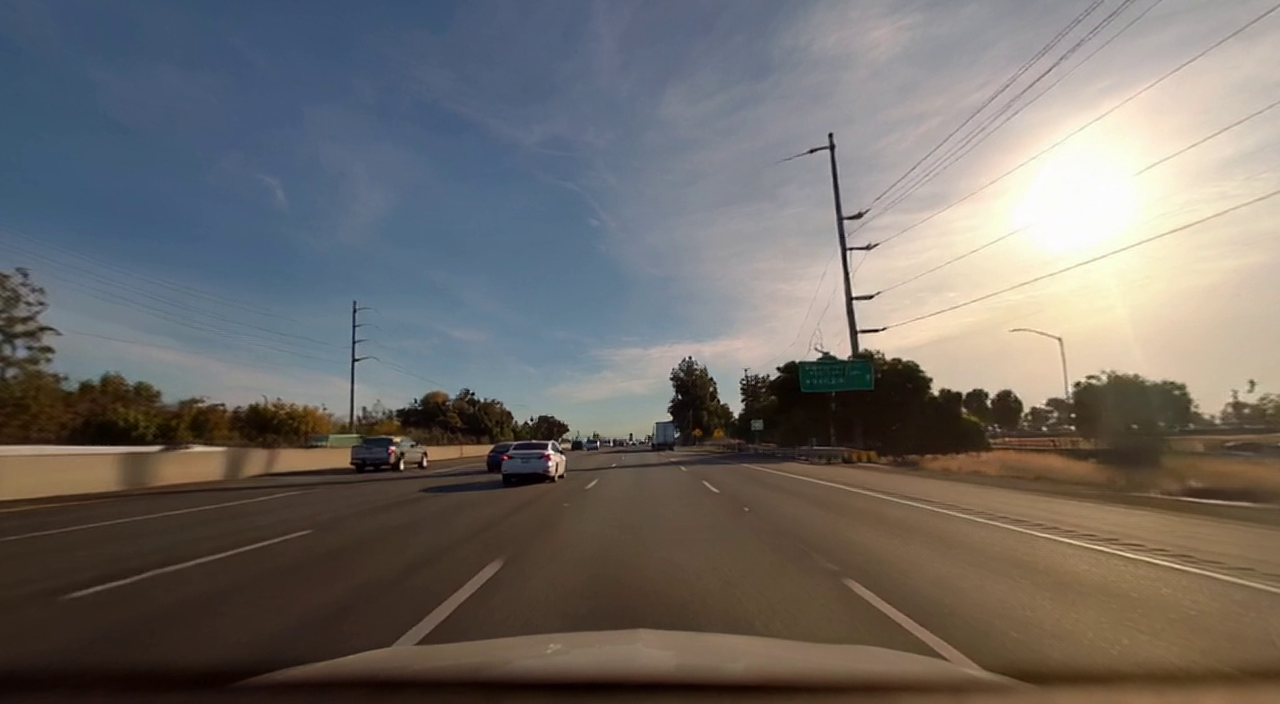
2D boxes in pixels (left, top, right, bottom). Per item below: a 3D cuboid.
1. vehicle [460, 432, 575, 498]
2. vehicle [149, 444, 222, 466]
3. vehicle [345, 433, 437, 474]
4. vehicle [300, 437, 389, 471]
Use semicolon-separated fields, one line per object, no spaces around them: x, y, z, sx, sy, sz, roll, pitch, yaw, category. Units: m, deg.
-3.126;3.029;17.283;2.045;1.532;4.954;0;-9;2;vehicle
-34.685;7.844;48.241;1.965;1.586;4.705;0;-9;2;vehicle
-10.782;4.437;27.706;2.058;1.621;4.739;0;-9;1;vehicle
-14.493;5.017;31.195;2.039;1.516;4.780;0;-9;1;vehicle
